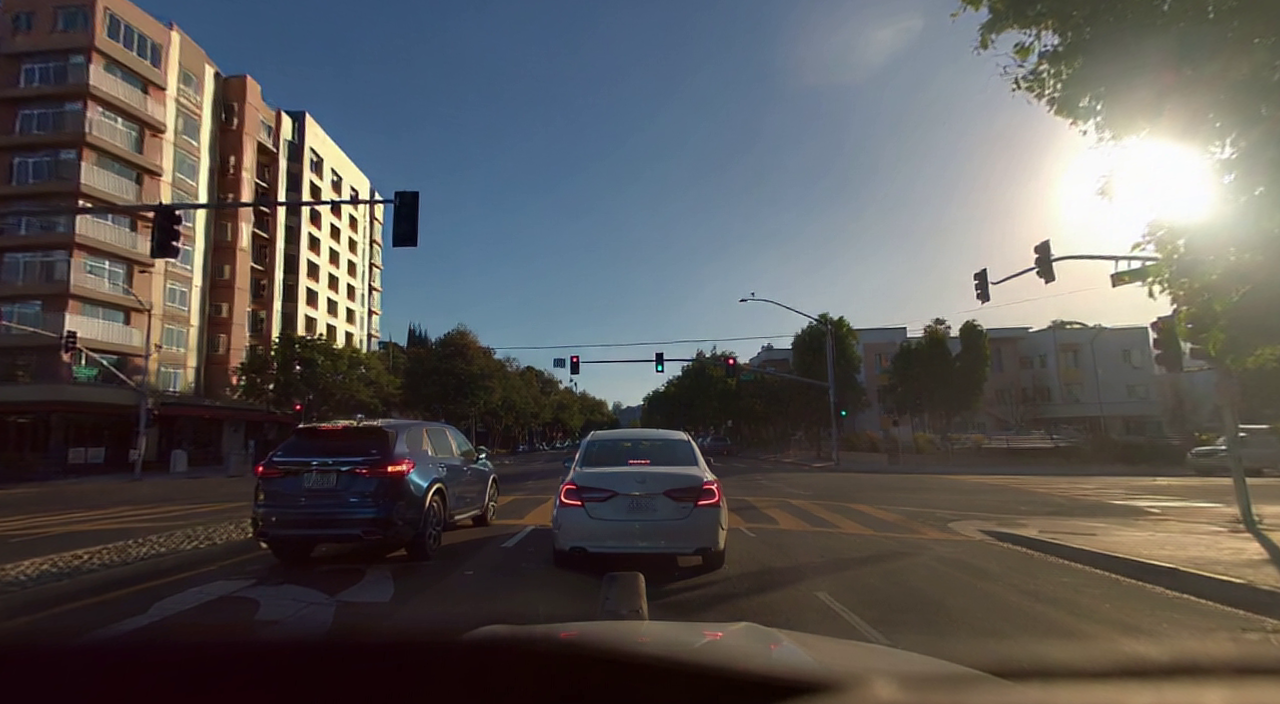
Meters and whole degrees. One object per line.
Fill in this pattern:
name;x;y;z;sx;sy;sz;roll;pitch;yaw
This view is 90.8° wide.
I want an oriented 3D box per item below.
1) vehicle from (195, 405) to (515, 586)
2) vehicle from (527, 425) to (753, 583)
vehicle;-3.179;1.699;8.336;2.081;1.719;4.434;0;-8;1
vehicle;0.017;1.767;8.138;2.190;1.522;3.850;0;-8;1
